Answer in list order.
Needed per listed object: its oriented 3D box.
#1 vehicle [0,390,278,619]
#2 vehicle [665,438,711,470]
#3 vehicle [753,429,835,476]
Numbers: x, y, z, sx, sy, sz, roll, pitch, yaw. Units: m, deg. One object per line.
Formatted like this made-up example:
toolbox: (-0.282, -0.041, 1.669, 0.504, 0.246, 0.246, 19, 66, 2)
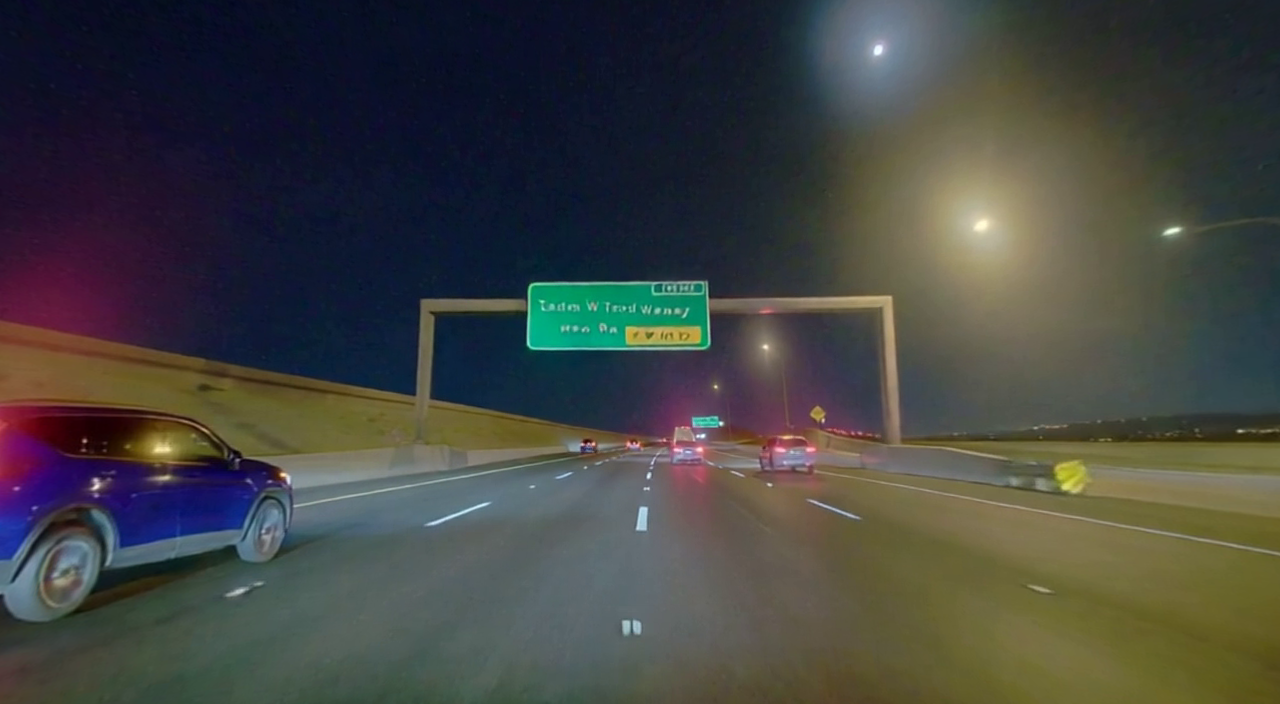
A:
vehicle: (-5.607, 1.274, 5.756, 2.000, 1.646, 4.201, 0, -8, 2)
vehicle: (2.400, 5.270, 33.058, 2.108, 1.509, 5.059, 0, -8, 1)
vehicle: (6.125, 4.069, 25.790, 2.184, 1.712, 4.856, 0, -8, 0)
